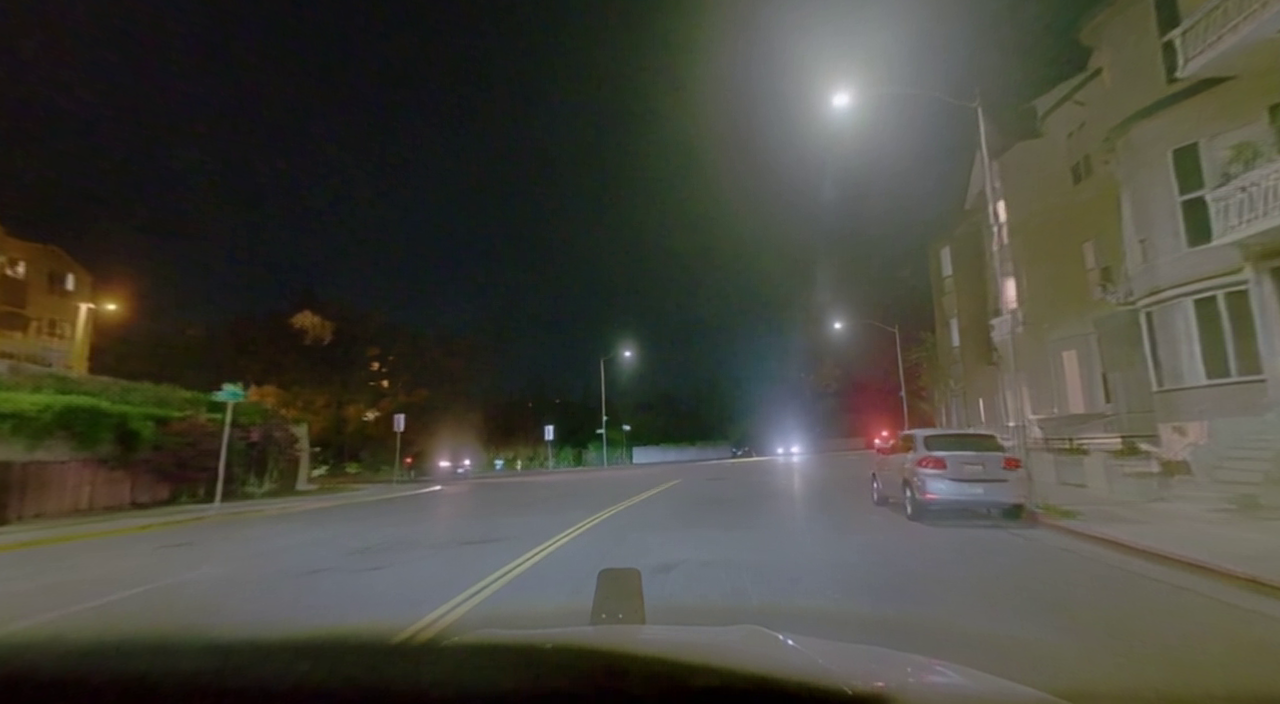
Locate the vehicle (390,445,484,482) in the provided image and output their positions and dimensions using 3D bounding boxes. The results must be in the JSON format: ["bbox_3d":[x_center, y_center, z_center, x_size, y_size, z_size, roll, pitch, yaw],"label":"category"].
[{"bbox_3d":[-10.084,5.472,31.304,4.270,1.683,1.984,-5,-10,29],"label":"vehicle"}]

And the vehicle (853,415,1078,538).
[{"bbox_3d":[5.357,2.085,11.218,2.105,1.705,4.392,-1,-8,8],"label":"vehicle"}]
